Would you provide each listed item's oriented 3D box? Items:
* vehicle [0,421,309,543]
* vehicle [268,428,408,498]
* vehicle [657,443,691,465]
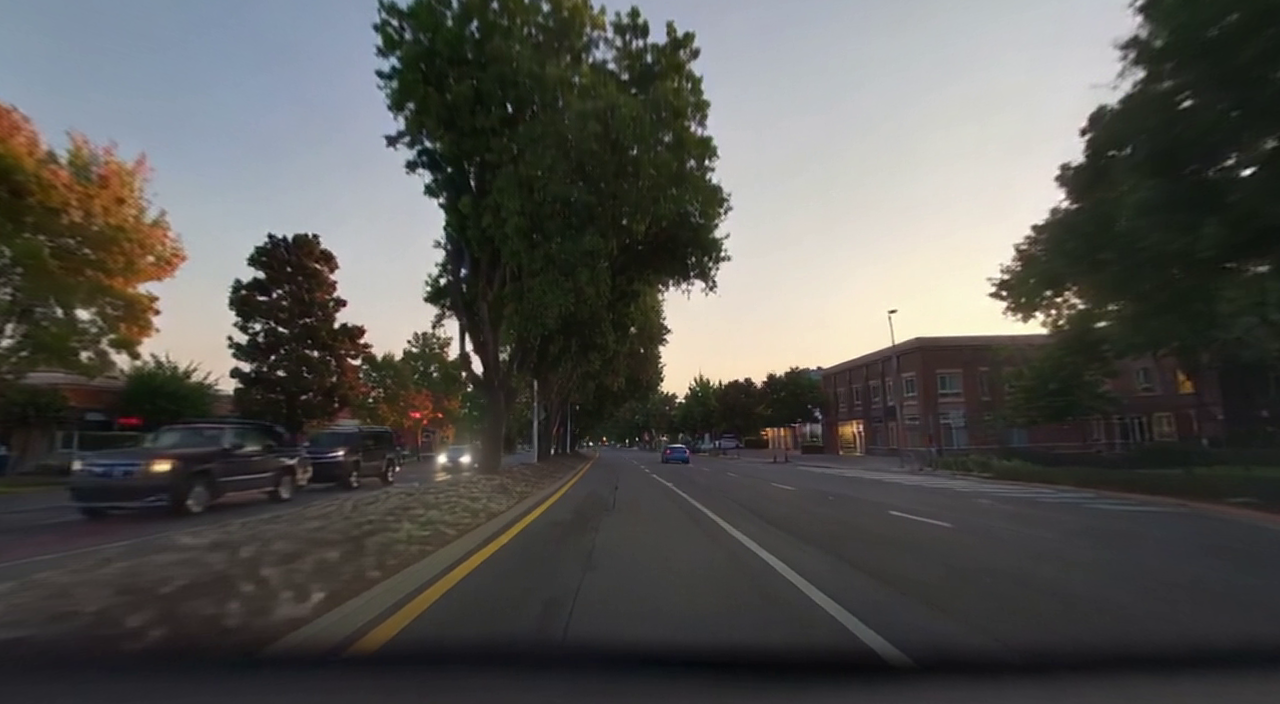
[{"bbox_3d":[-8.556,2.207,11.826,2.183,1.769,4.972,0,-7,-2],"label":"vehicle"},{"bbox_3d":[-8.846,3.248,19.142,2.016,1.766,5.155,-1,-7,-4],"label":"vehicle"},{"bbox_3d":[2.457,7.557,46.960,1.913,1.473,4.360,0,-9,-4],"label":"vehicle"}]
